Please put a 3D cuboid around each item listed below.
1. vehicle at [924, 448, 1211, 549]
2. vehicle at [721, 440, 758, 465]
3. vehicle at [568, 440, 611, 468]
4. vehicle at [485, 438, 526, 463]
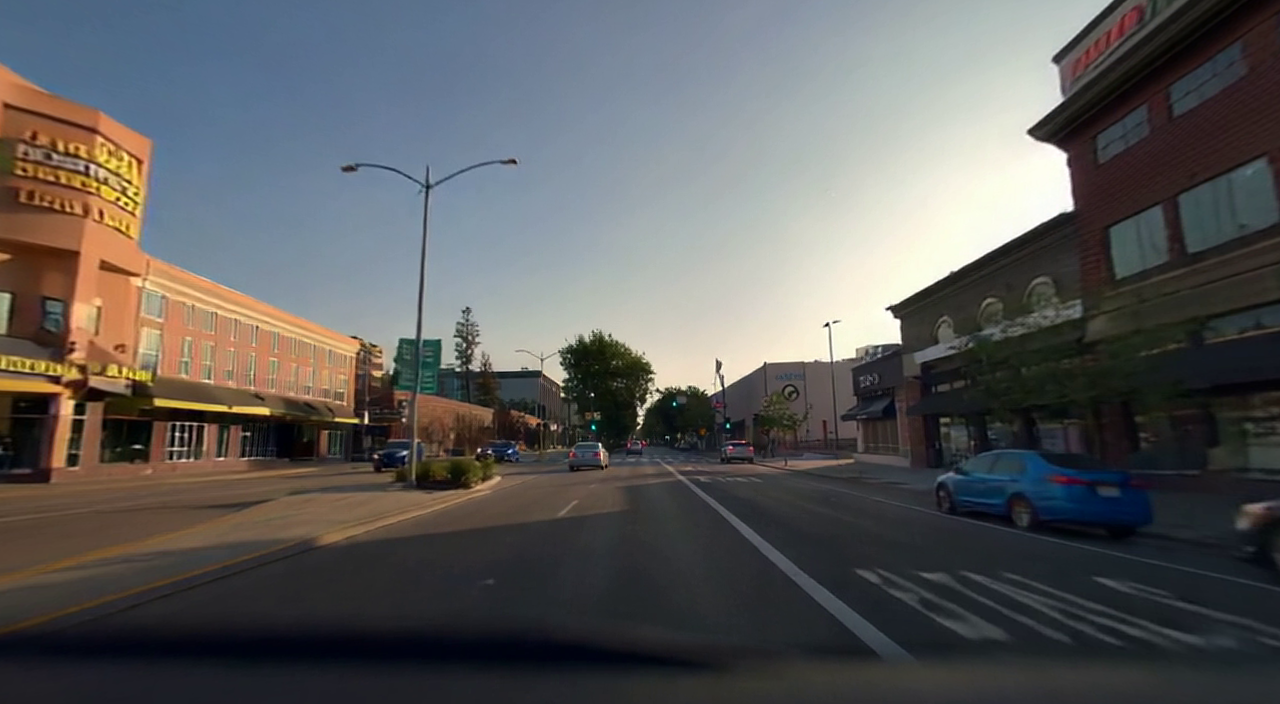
[{"bbox_3d":[7.294,2.487,11.518,2.009,1.429,4.562,0,-8,-1],"label":"vehicle"},{"bbox_3d":[7.285,7.376,46.343,1.950,1.686,4.509,0,-8,-1],"label":"vehicle"},{"bbox_3d":[-2.822,5.816,35.997,2.078,1.471,4.217,0,-8,0],"label":"vehicle"},{"bbox_3d":[-10.385,7.646,48.934,2.155,1.830,4.564,0,-8,0],"label":"vehicle"}]
